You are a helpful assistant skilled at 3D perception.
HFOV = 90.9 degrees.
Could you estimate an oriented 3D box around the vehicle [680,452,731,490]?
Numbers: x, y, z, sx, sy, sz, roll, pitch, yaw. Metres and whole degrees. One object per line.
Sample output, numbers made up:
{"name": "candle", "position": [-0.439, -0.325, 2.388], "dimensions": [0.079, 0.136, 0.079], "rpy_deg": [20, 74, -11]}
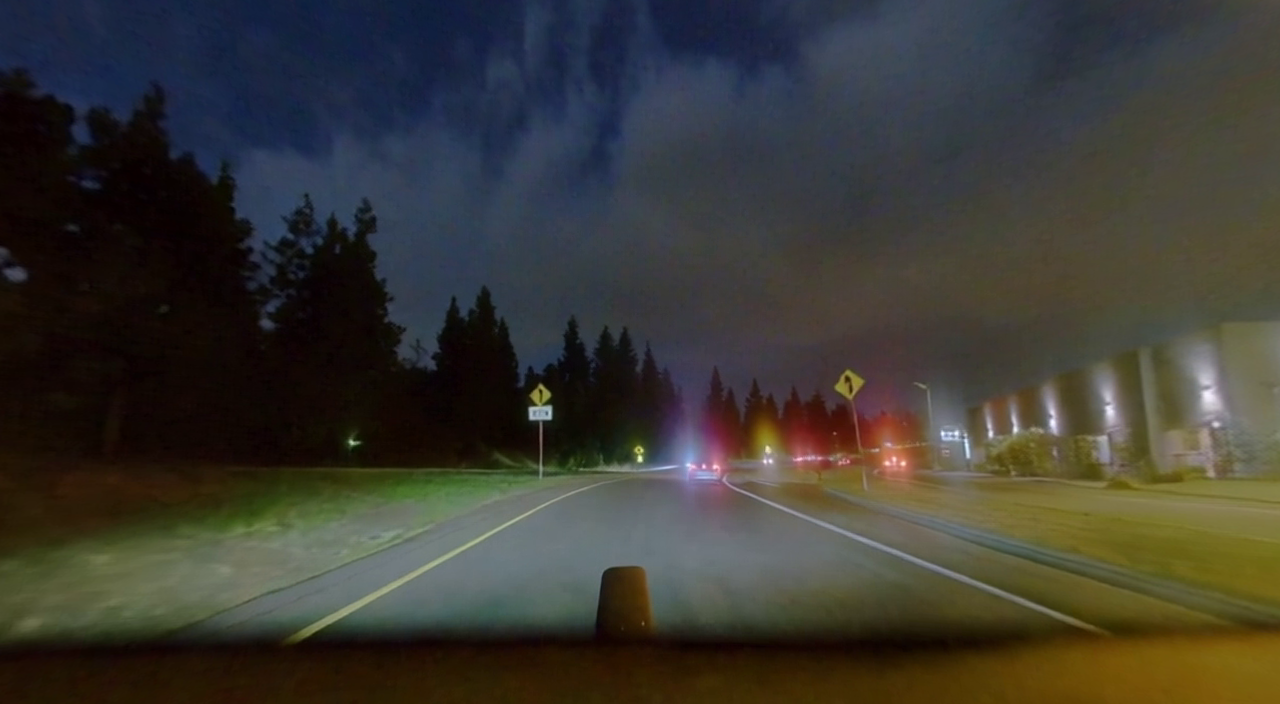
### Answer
{"name": "vehicle", "position": [2.806, 5.192, 27.797], "dimensions": [1.956, 1.473, 4.640], "rpy_deg": [-1, -9, 3]}
